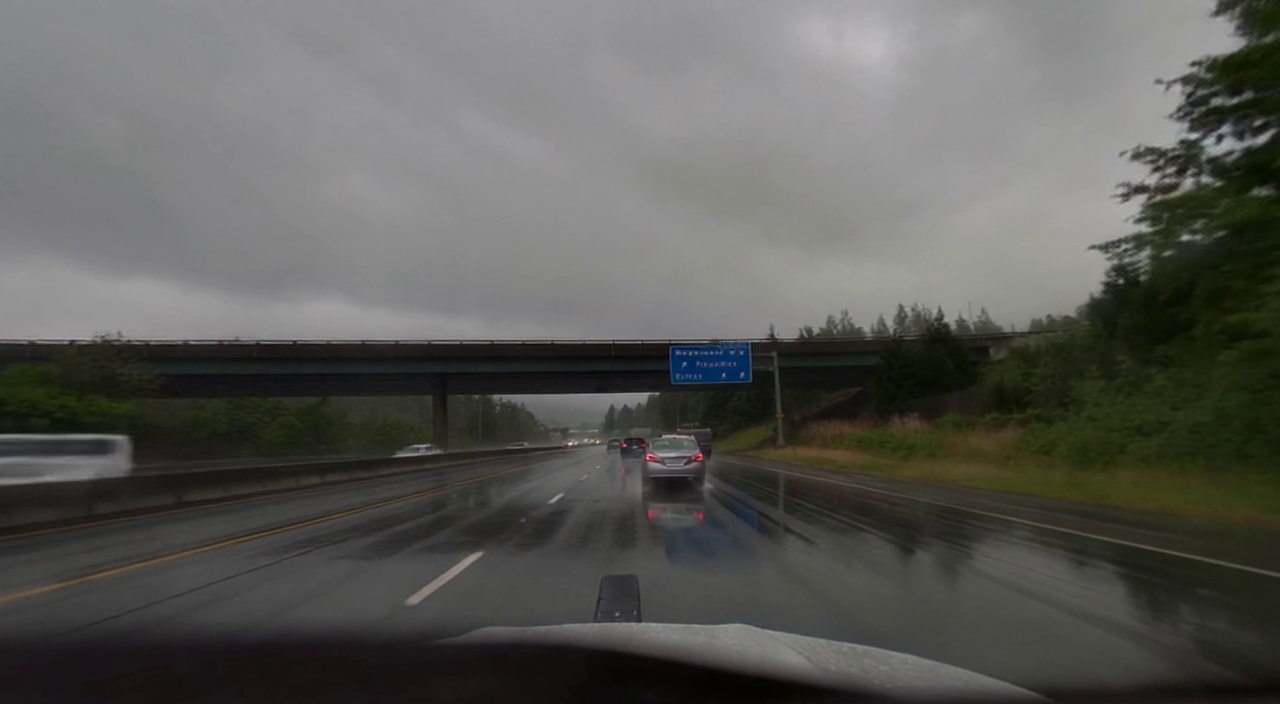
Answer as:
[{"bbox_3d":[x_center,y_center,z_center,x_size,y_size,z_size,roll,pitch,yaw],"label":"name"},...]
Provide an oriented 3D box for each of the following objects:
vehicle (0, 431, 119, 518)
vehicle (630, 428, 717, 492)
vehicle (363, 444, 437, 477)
[{"bbox_3d":[-14.999,2.663,13.668,2.454,1.868,5.753,-1,-8,0],"label":"vehicle"},{"bbox_3d":[0.842,3.105,18.511,2.092,1.636,4.024,0,-8,-4],"label":"vehicle"},{"bbox_3d":[-11.709,5.289,31.033,1.925,1.458,4.438,0,-8,0],"label":"vehicle"}]
